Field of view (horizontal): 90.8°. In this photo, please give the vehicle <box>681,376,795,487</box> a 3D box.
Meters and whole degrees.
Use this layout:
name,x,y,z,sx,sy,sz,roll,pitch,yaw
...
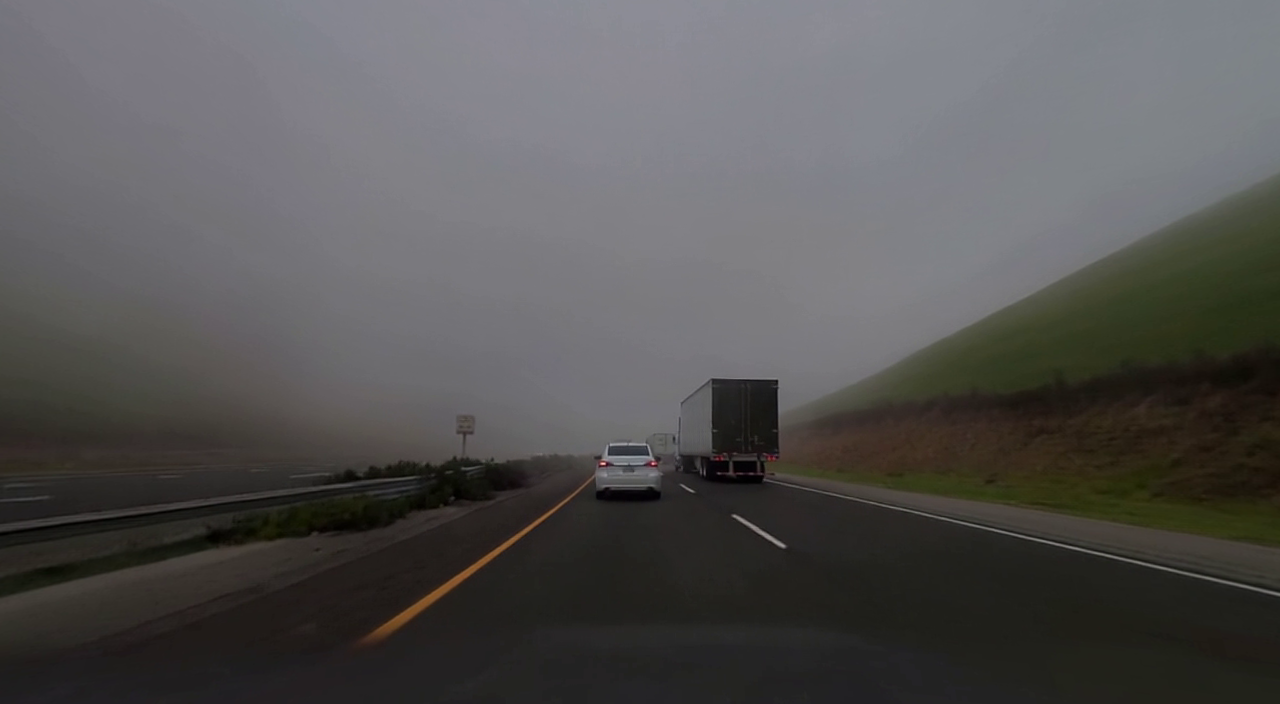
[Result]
name,x,y,z,sx,sy,sz,roll,pitch,yaw
vehicle,4.033,3.937,30.063,2.812,4.024,14.098,0,-9,-1

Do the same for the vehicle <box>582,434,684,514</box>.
name,x,y,z,sx,sy,sz,roll,pitch,yaw
vehicle,-0.170,2.832,15.067,2.109,1.639,3.768,0,-9,-1
